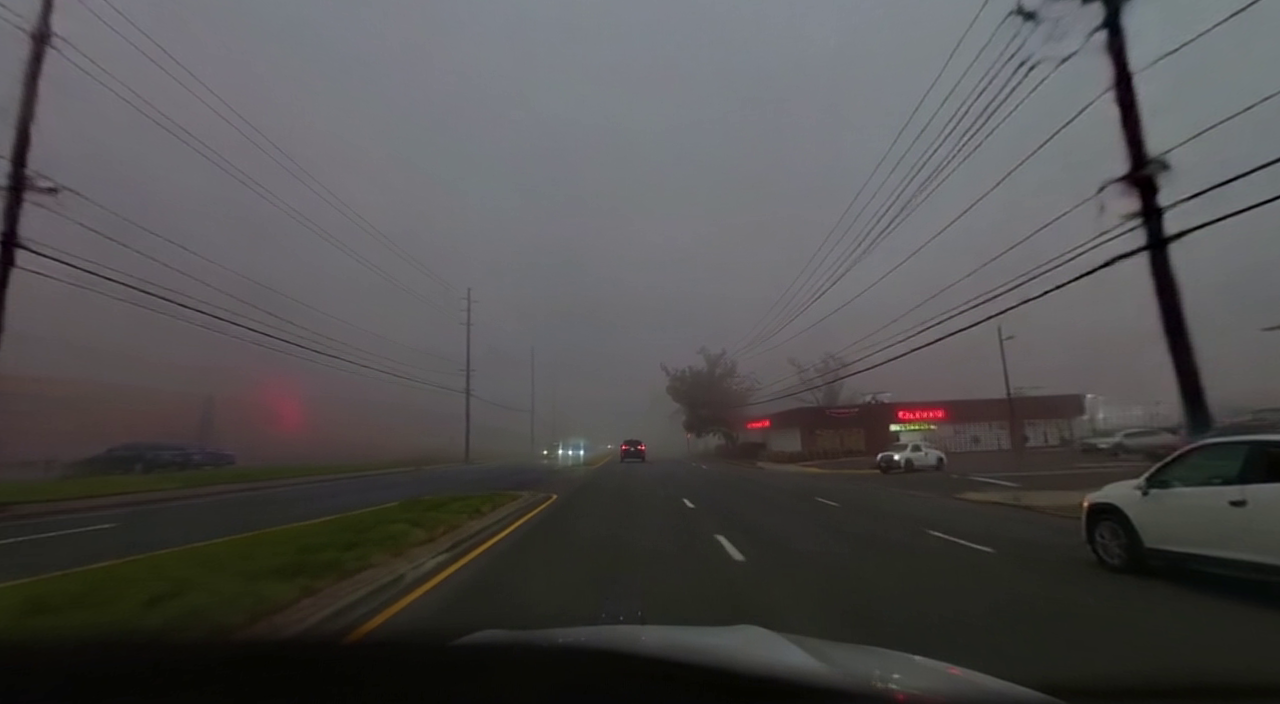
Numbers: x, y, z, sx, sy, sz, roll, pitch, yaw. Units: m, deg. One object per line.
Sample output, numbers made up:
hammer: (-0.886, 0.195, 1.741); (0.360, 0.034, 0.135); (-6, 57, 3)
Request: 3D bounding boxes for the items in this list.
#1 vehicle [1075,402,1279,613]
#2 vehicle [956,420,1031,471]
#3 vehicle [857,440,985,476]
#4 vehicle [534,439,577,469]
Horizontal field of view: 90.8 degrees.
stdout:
vehicle: (6.235, 1.286, 5.262); (1.995, 1.705, 4.434); (0, -9, -1)
vehicle: (19.116, 5.069, 34.233); (2.918, 2.614, 1.930); (3, -9, -18)
vehicle: (14.568, 5.468, 32.854); (5.733, 1.610, 2.253); (0, -8, -11)
vehicle: (-5.771, 7.004, 43.648); (2.278, 1.828, 4.970); (-2, -8, 0)
